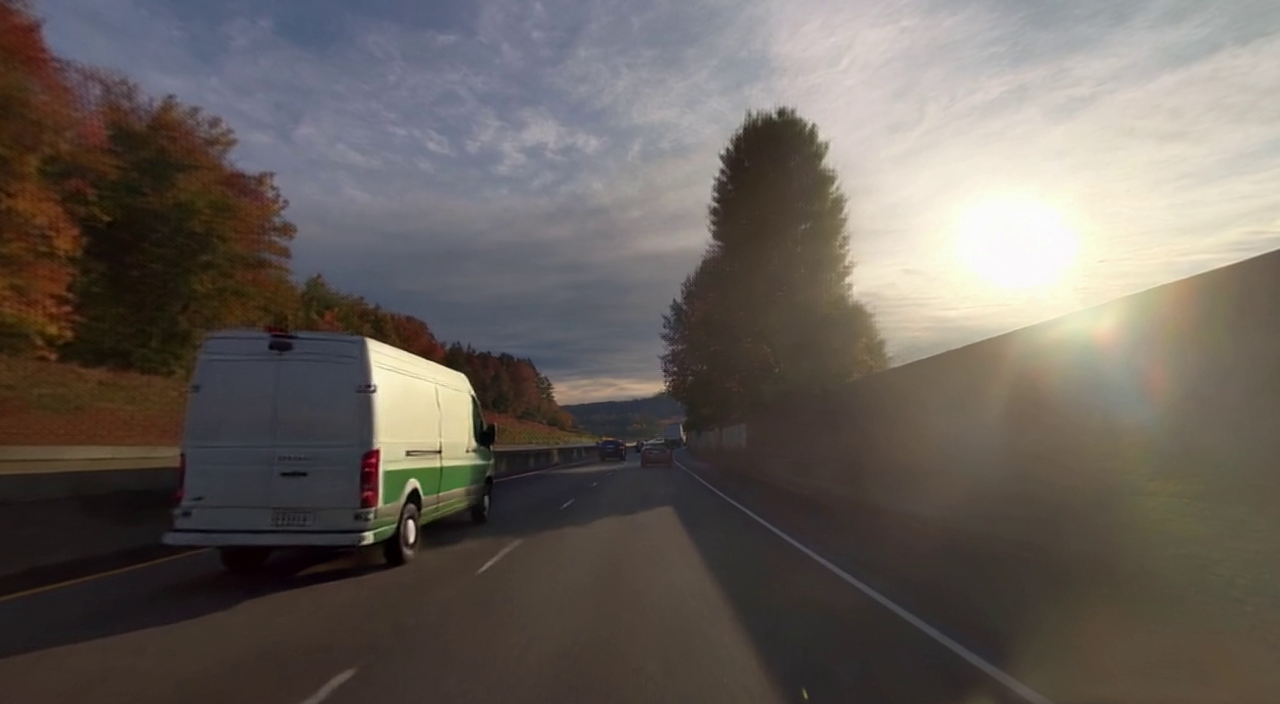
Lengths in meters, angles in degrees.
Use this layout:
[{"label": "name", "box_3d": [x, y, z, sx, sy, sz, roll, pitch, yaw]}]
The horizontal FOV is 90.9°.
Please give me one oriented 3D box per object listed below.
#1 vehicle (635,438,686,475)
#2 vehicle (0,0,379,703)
[{"label": "vehicle", "box_3d": [0.864, 4.513, 27.424, 2.071, 1.487, 3.948, 0, -8, 1]}, {"label": "vehicle", "box_3d": [-3.471, 0.159, 2.867, 2.334, 2.769, 5.087, 0, -8, -1]}]
